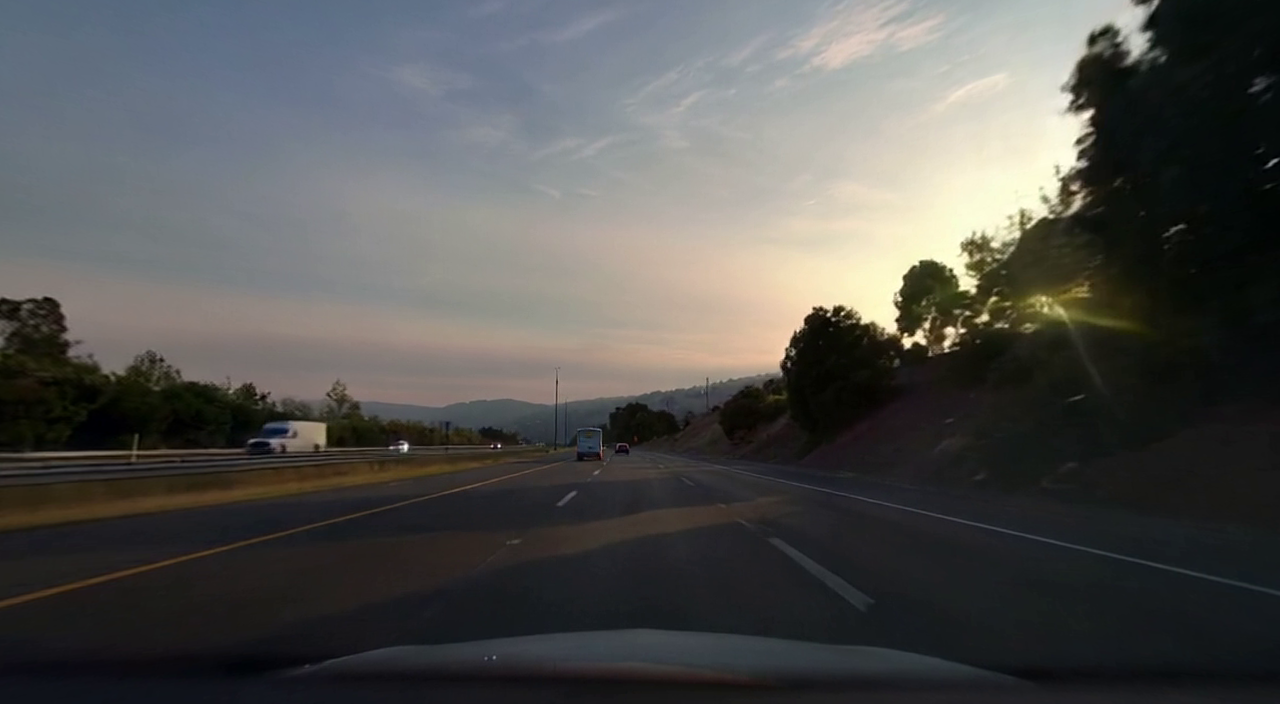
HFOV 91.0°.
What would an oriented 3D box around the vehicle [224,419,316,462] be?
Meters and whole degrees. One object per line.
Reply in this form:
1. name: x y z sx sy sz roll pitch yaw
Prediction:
1. vehicle: -25.367 6.154 43.608 2.363 2.699 6.591 0 -9 -1
